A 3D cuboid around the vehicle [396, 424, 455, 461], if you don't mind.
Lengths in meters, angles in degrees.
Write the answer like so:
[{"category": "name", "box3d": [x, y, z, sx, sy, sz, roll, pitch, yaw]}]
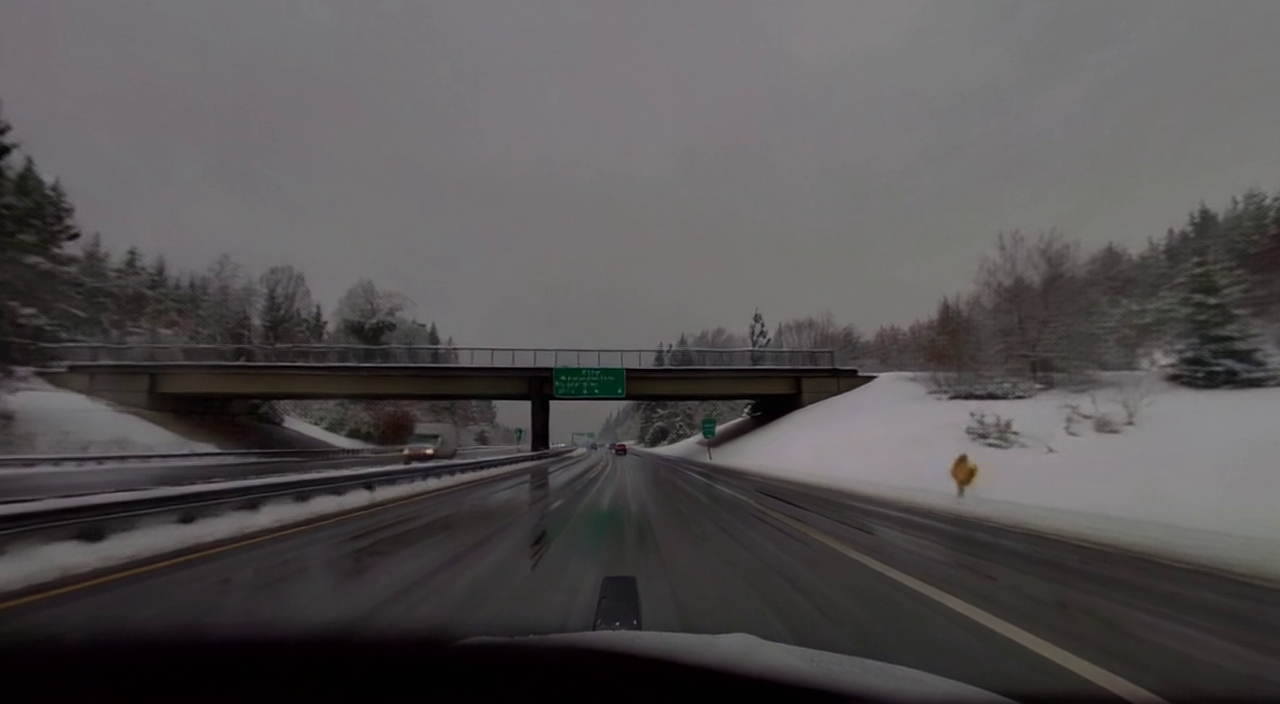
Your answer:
[{"category": "vehicle", "box3d": [-15.714, 6.712, 46.275, 2.424, 2.516, 5.610, 0, -9, -1]}]
